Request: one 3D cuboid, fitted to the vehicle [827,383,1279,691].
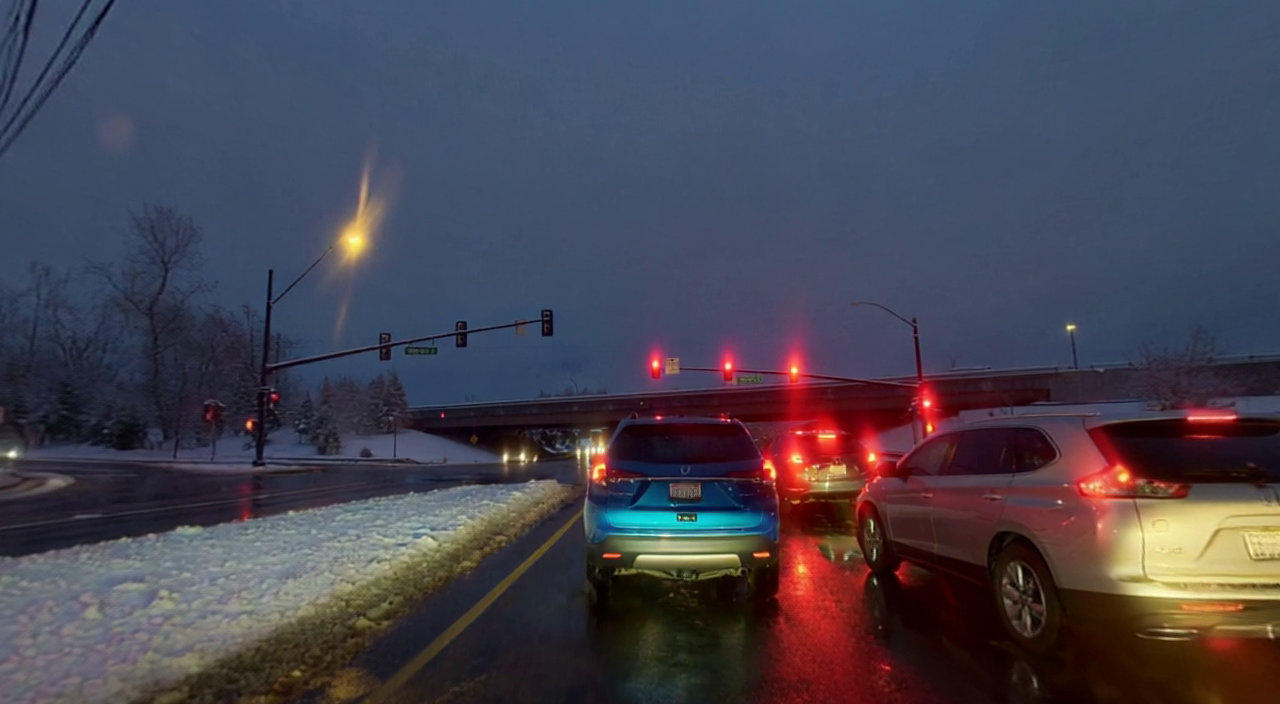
[{"bbox_3d":[3.410,1.336,5.786,1.990,1.649,4.625,0,-8,0],"label":"vehicle"}]

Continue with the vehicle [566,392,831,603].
[{"bbox_3d":[0.451,1.555,7.613,2.240,1.778,4.335,0,-8,-1],"label":"vehicle"}]
